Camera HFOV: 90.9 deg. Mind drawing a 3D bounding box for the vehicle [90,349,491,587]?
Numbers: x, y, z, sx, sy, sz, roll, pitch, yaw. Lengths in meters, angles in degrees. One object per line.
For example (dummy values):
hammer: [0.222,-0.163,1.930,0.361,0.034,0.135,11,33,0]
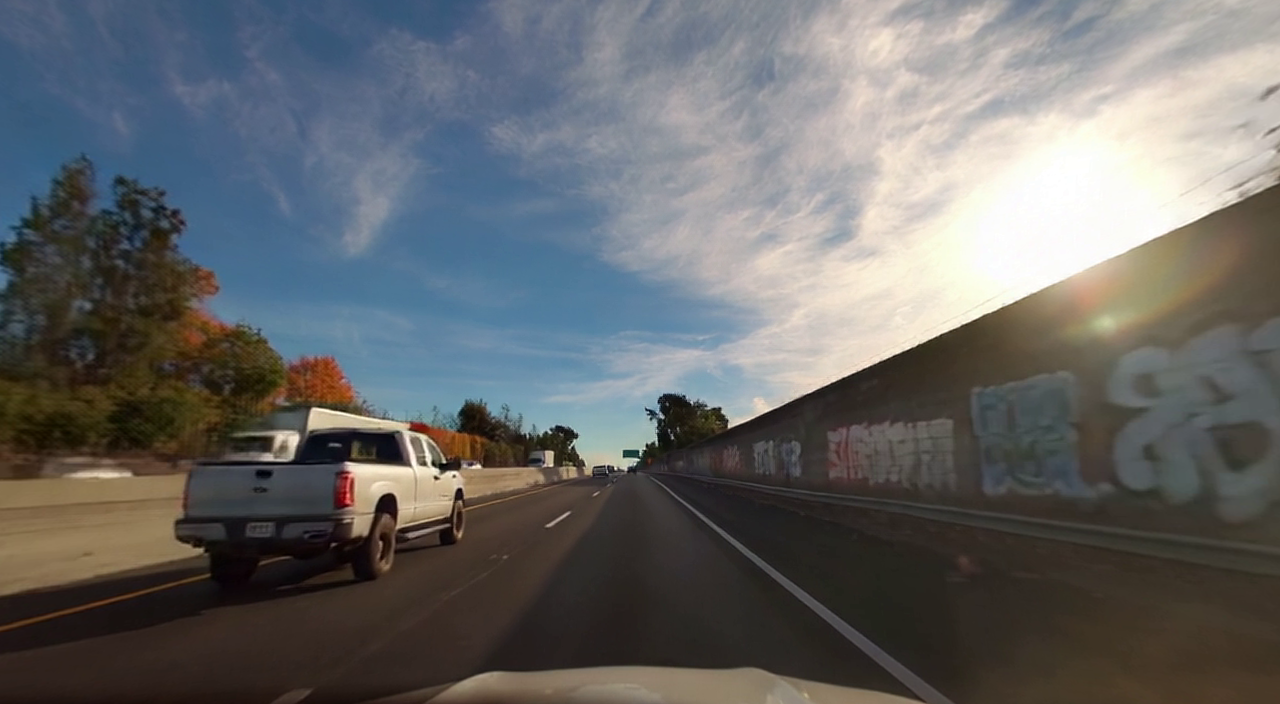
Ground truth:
vehicle: [-4.319,1.730,9.608,2.597,2.434,6.020,1,-11,0]
